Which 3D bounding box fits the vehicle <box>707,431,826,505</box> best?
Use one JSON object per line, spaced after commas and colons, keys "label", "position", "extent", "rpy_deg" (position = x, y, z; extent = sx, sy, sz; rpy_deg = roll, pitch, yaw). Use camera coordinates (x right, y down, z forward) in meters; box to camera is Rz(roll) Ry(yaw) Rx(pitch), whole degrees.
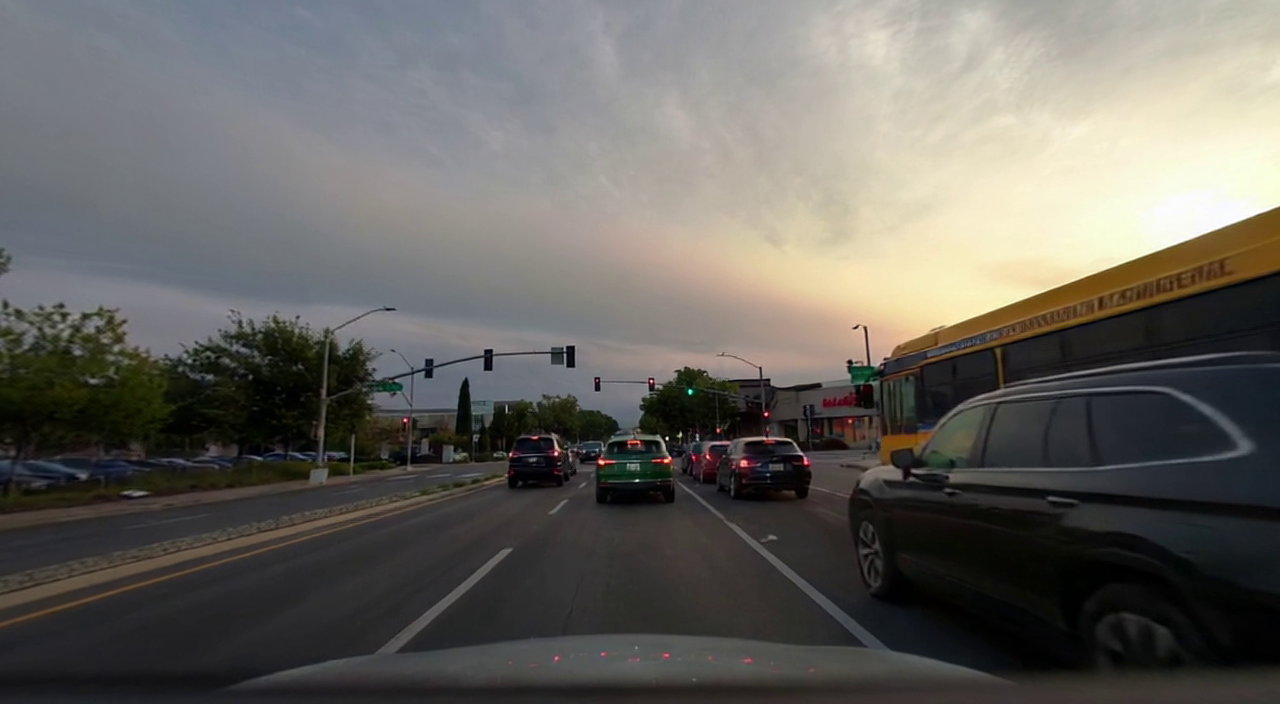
{"label": "vehicle", "position": [2.858, 2.736, 15.315], "extent": [1.922, 1.508, 4.330], "rpy_deg": [0, -8, -1]}

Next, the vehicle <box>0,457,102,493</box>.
{"label": "vehicle", "position": [-27.773, 5.552, 28.613], "extent": [4.800, 1.461, 1.831], "rpy_deg": [5, -10, -31]}

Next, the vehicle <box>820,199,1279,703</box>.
{"label": "vehicle", "position": [3.020, 0.740, 3.034], "extent": [2.490, 1.951, 5.931], "rpy_deg": [0, -8, -1]}

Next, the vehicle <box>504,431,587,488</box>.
{"label": "vehicle", "position": [-3.102, 3.647, 21.744], "extent": [2.180, 1.708, 4.397], "rpy_deg": [0, -8, 0]}

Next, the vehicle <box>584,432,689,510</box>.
{"label": "vehicle", "position": [-0.082, 2.629, 14.393], "extent": [2.071, 1.525, 3.723], "rpy_deg": [0, -8, -1]}
